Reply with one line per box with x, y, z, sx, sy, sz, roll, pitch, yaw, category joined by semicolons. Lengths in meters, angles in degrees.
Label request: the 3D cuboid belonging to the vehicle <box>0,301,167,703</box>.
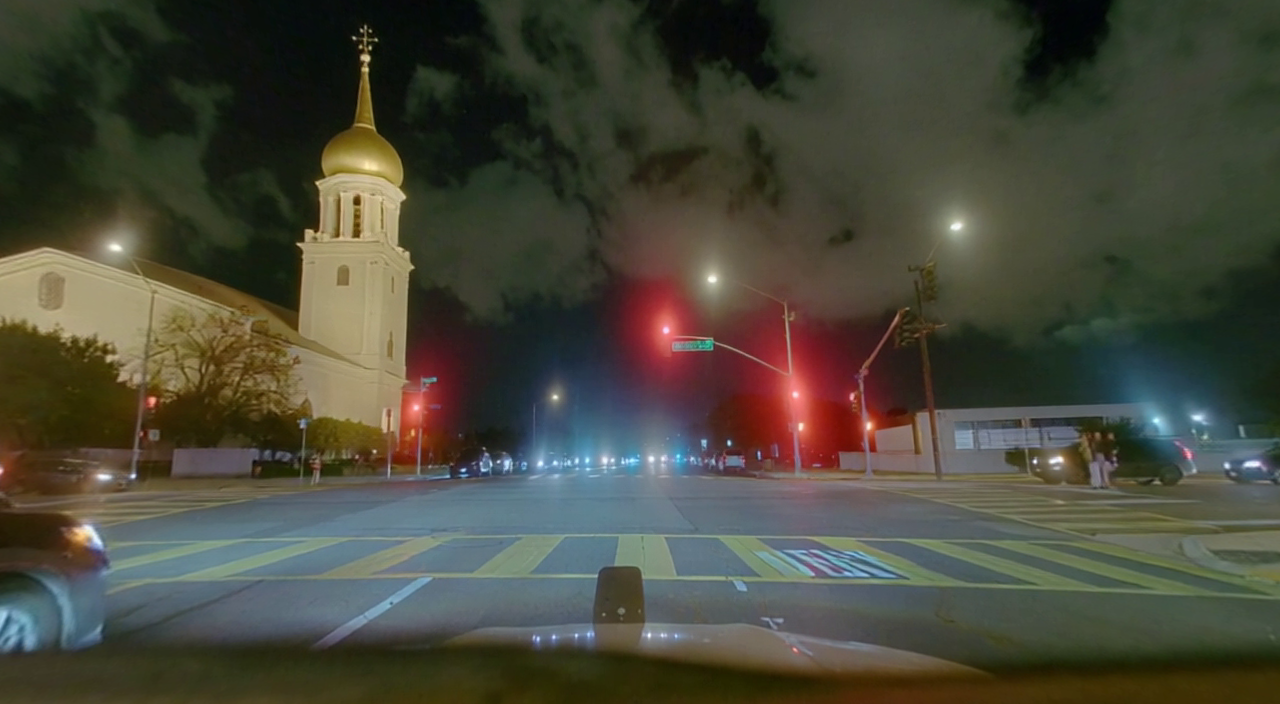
-3.886;0.503;0.706;2.251;2.009;5.688;0;-8;0;vehicle

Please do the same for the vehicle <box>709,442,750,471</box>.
5.824;6.850;41.489;1.969;1.776;4.329;0;-8;-1;vehicle

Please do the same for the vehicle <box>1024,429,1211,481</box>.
19.877;4.291;26.550;5.852;2.057;2.361;0;-8;0;vehicle

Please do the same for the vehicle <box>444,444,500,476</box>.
-10.229;6.610;38.956;2.076;1.876;4.669;0;-8;1;vehicle

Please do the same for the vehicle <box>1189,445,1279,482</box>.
26.384;4.682;26.682;4.561;1.475;1.850;0;-8;0;vehicle
